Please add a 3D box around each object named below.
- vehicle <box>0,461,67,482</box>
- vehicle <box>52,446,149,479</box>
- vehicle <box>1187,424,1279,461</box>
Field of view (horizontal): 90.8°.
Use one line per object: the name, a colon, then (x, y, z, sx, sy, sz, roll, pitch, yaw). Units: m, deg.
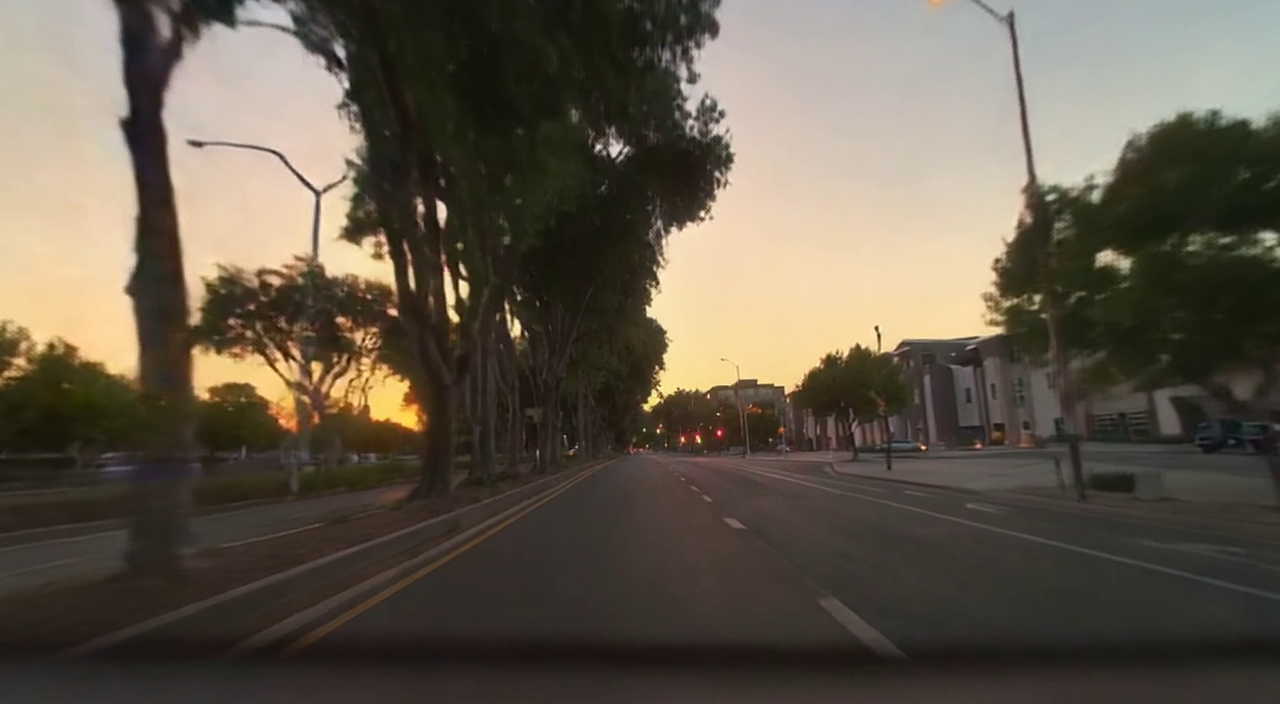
vehicle: (-44.484, 8.713, 46.259, 1.709, 1.420, 3.659, 0, -9, -3)
vehicle: (-39.460, 8.101, 46.476, 2.265, 2.236, 5.627, 0, -9, -2)
vehicle: (31.793, 4.700, 32.852, 4.926, 1.804, 2.100, 0, -10, -7)
